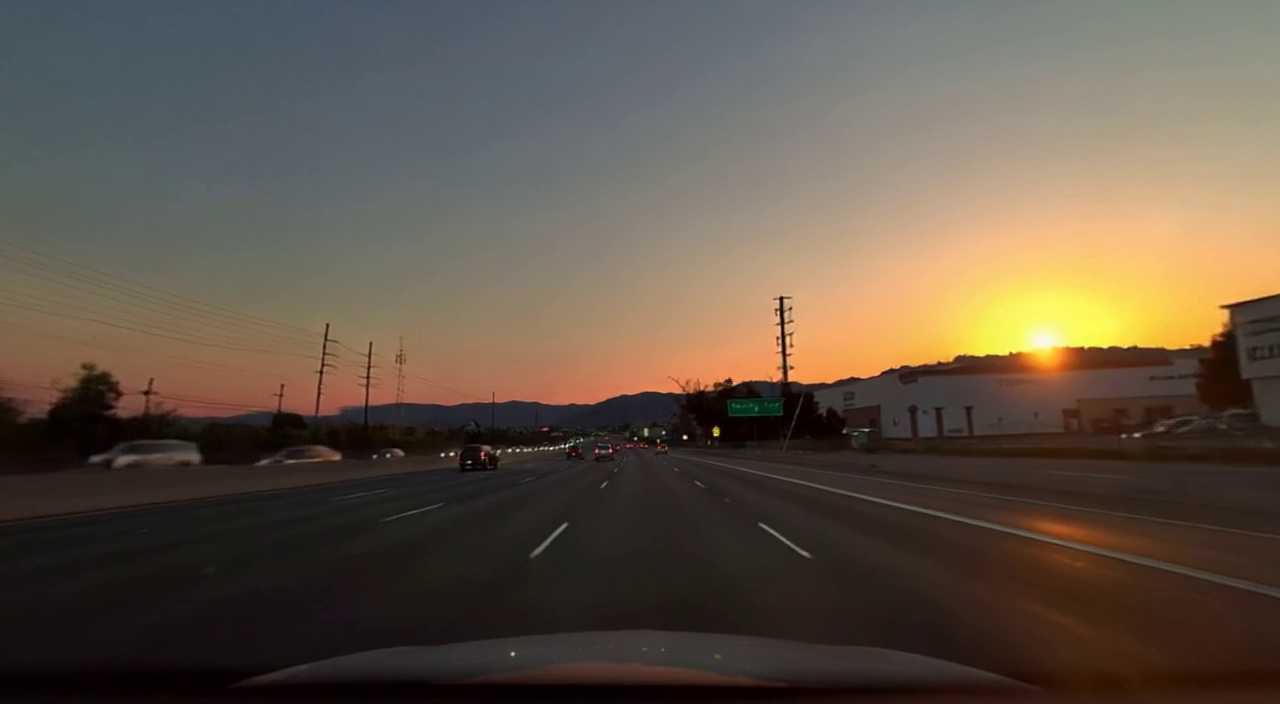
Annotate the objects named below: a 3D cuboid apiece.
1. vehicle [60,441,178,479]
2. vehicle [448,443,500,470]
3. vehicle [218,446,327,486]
[{"bbox_3d":[-25.815,5.359,31.338,1.975,1.733,4.491,0,-9,0],"label":"vehicle"},{"bbox_3d":[-10.199,6.454,38.950,1.974,1.513,4.584,0,-9,0],"label":"vehicle"},{"bbox_3d":[-15.445,4.782,26.711,1.871,1.511,4.449,0,-9,1],"label":"vehicle"}]
